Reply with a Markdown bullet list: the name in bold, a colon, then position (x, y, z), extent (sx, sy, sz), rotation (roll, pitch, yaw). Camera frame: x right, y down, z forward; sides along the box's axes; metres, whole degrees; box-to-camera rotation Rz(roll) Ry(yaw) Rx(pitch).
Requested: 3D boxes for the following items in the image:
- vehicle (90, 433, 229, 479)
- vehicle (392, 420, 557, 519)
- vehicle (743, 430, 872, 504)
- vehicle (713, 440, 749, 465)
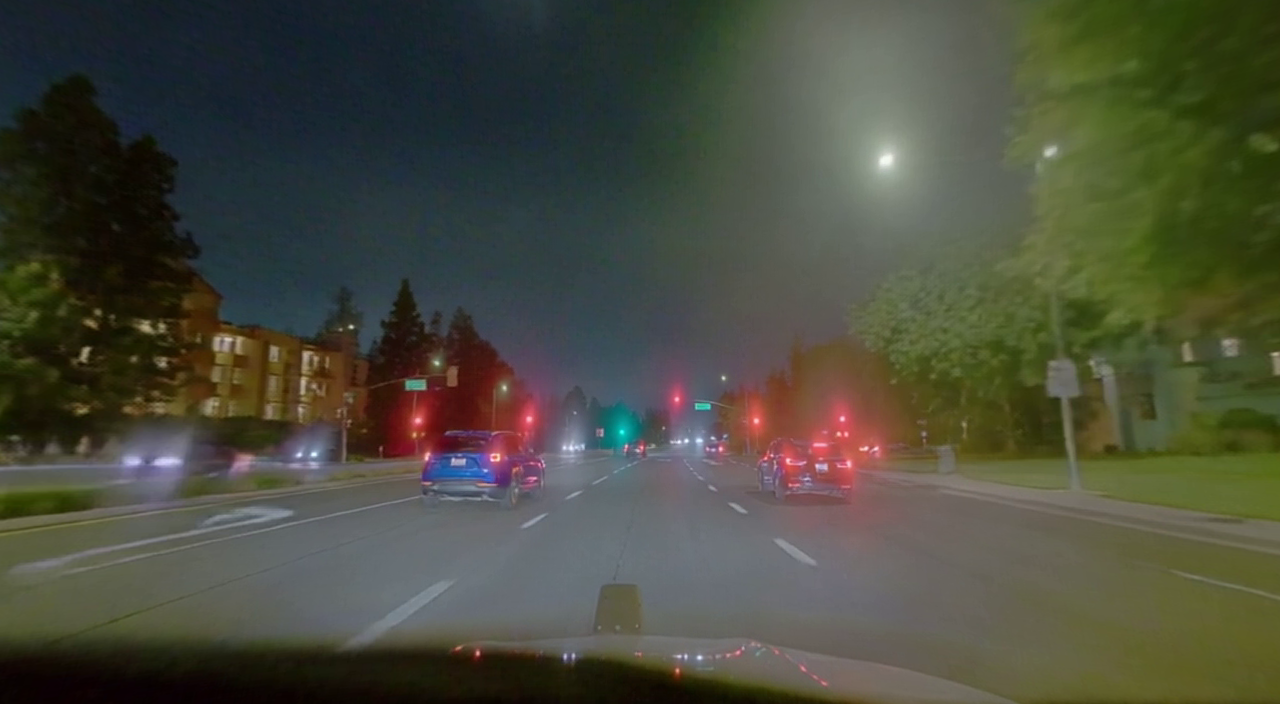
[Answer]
- **vehicle**: position (-18.963, 4.113, 25.251), extent (1.914, 1.669, 4.429), rotation (-1, -8, 3)
- **vehicle**: position (-3.175, 2.374, 13.287), extent (2.045, 1.688, 4.632), rotation (-1, -8, 2)
- **vehicle**: position (4.158, 2.932, 16.538), extent (2.132, 1.659, 4.387), rotation (0, -8, 0)
- **vehicle**: position (6.388, 7.137, 44.882), extent (2.169, 1.669, 4.037), rotation (-1, -8, 3)
